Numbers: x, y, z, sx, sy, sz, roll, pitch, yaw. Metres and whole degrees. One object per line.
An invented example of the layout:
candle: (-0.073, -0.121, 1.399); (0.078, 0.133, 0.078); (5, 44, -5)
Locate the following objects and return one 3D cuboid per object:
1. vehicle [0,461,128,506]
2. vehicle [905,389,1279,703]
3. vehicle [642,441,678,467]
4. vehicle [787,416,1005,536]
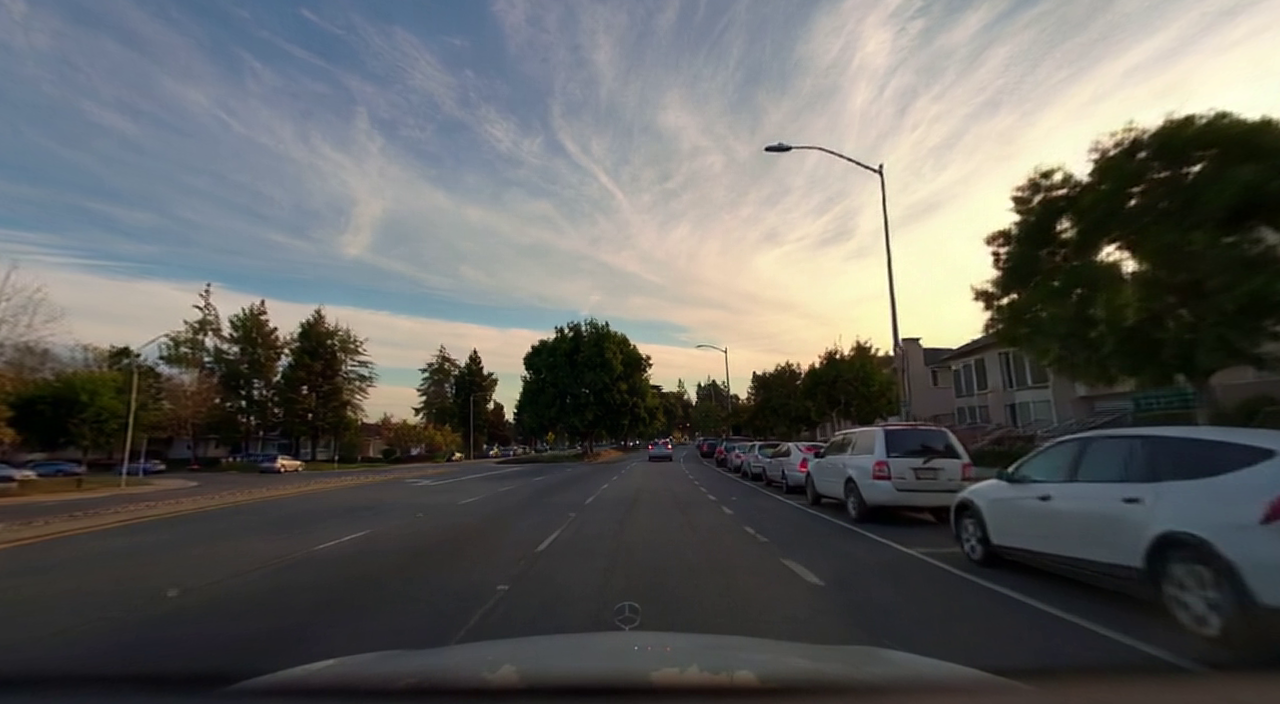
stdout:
vehicle: (-23.162, 5.075, 24.779); (1.909, 1.451, 4.757); (-1, -8, 2)
vehicle: (4.303, 1.331, 5.465); (1.949, 1.616, 4.805); (0, -8, 1)
vehicle: (1.187, 6.110, 37.916); (2.011, 1.480, 4.170); (-1, -8, 2)
vehicle: (4.347, 2.174, 11.708); (1.973, 1.749, 4.608); (0, -8, -2)
